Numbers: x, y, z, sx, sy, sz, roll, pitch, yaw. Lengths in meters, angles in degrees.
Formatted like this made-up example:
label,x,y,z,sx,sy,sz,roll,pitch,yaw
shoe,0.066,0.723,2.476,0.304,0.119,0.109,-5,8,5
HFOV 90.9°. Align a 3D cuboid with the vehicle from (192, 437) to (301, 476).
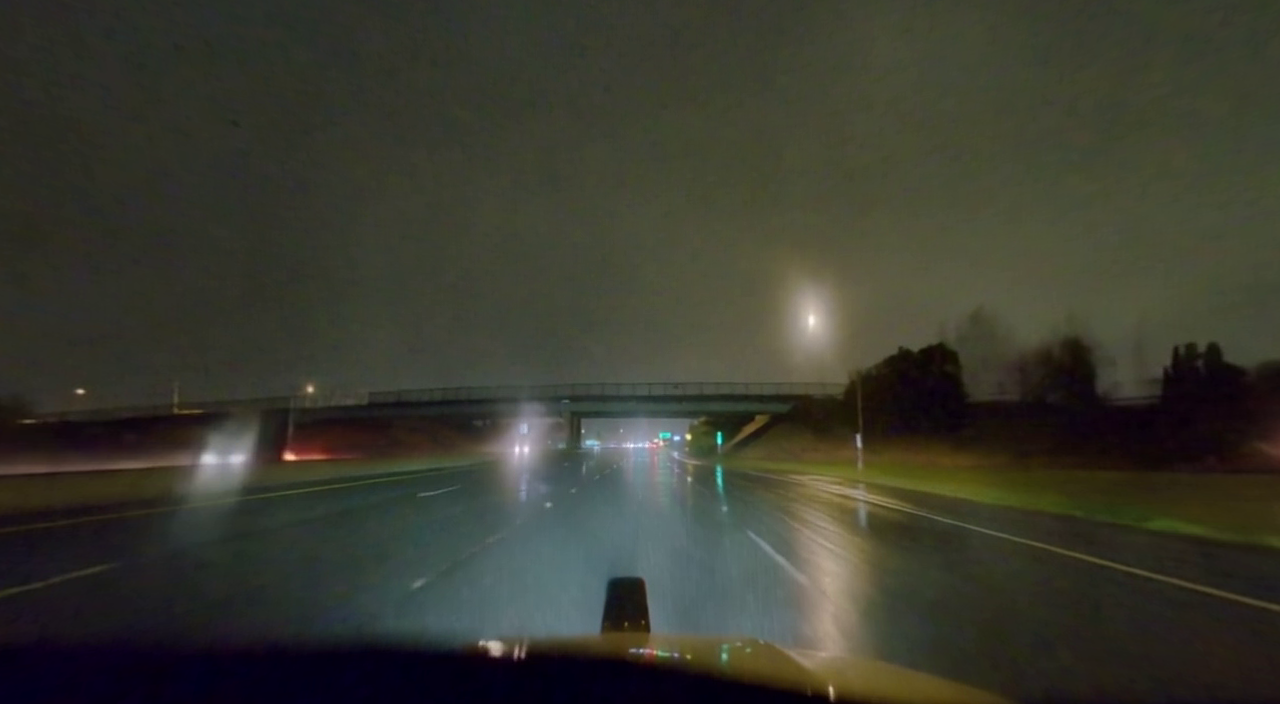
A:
label,x,y,z,sx,sy,sz,roll,pitch,yaw
vehicle,-20.710,5.508,33.541,2.149,1.914,5.502,0,-8,1
